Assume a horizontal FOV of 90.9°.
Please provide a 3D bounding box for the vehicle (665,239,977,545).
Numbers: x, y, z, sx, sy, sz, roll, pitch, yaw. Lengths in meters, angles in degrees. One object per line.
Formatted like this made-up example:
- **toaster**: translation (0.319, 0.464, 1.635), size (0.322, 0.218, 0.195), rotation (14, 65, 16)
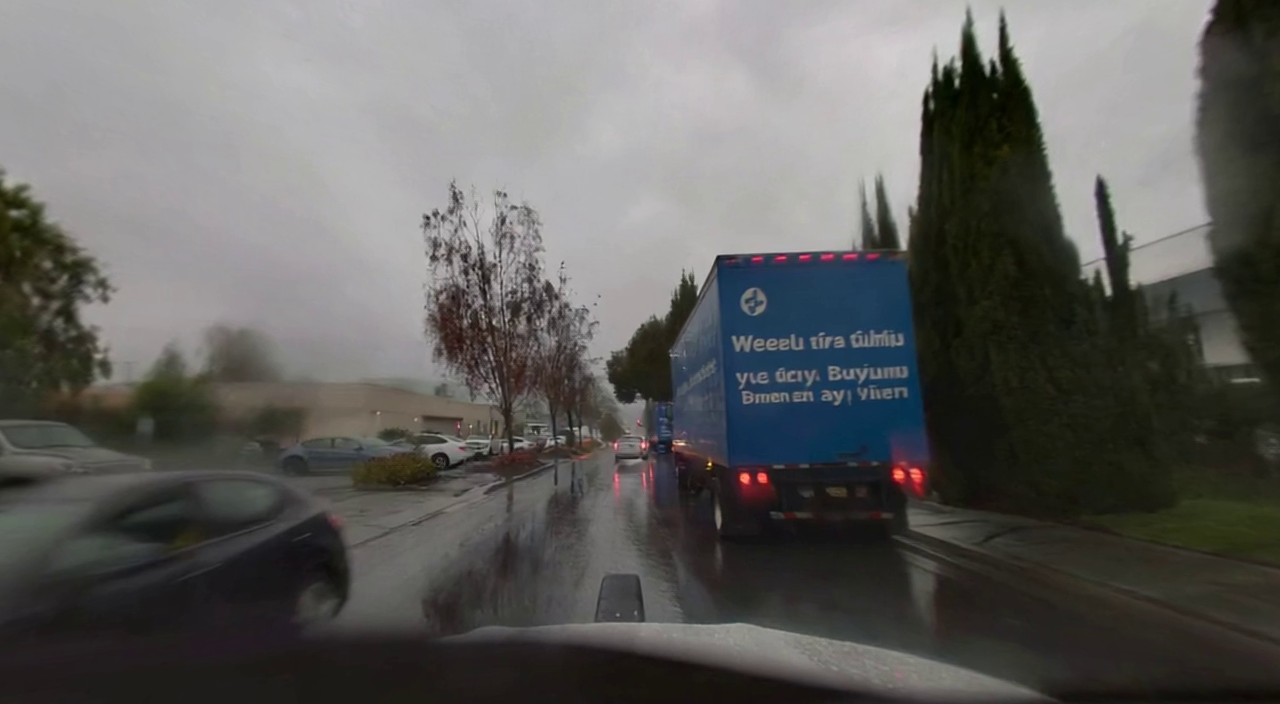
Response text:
- **vehicle**: translation (2.325, 1.142, 12.832), size (3.019, 3.659, 10.648), rotation (0, -8, -1)

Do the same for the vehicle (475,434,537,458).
- **vehicle**: translation (-8.561, 6.025, 40.448), size (3.569, 1.520, 1.797), rotation (0, -8, -2)

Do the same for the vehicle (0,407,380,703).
- **vehicle**: translation (-2.632, 0.954, 2.173), size (1.870, 1.448, 3.677), rotation (0, -8, 1)

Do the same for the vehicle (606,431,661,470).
- **vehicle**: translation (-0.233, 4.083, 26.343), size (2.160, 1.498, 3.909), rotation (-1, -8, 1)
